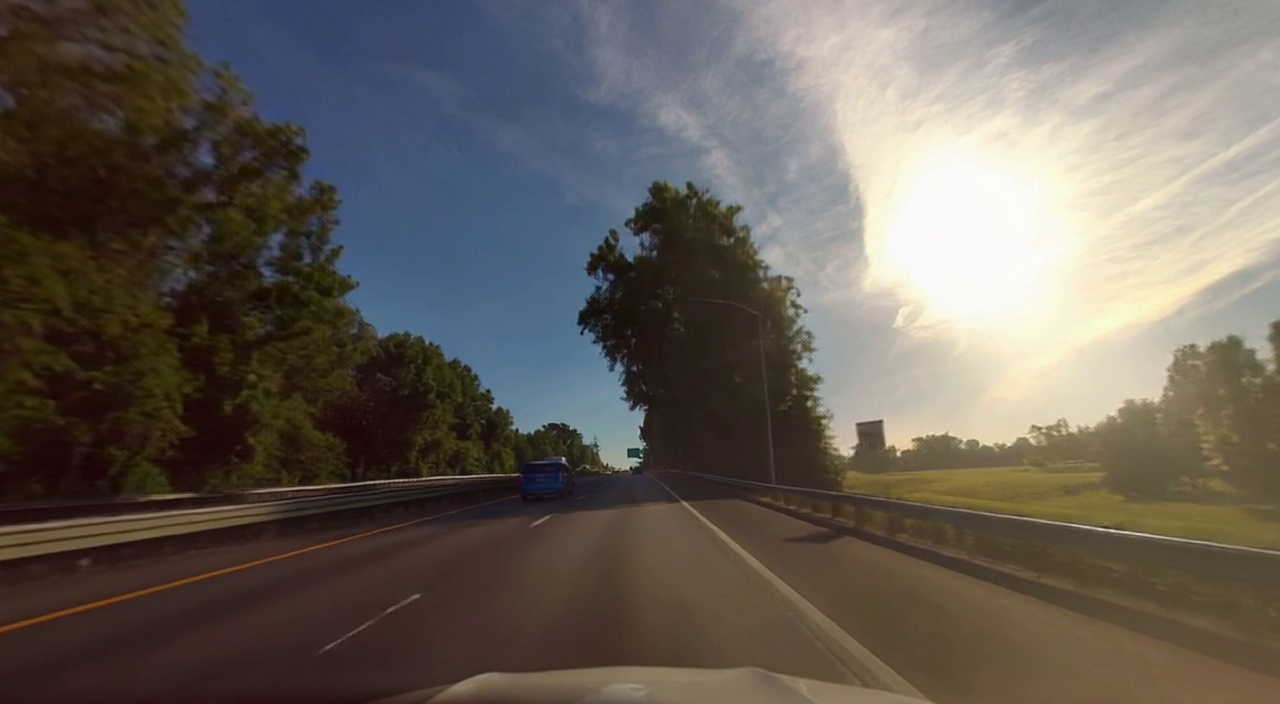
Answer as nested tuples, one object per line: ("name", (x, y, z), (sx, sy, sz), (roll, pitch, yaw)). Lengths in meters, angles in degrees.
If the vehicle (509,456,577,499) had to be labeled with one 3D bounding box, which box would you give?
("vehicle", (-3.903, 5.184, 26.114), (2.081, 1.586, 4.245), (0, -10, 1))
